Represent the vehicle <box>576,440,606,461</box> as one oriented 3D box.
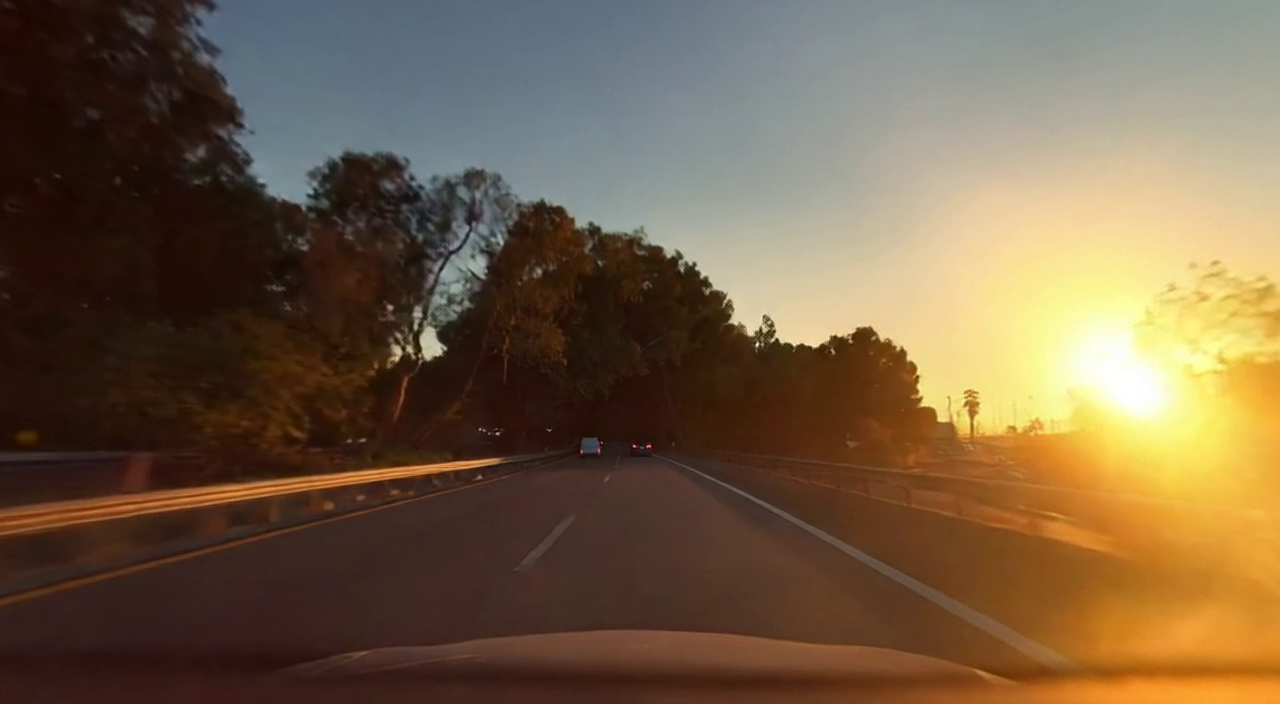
[{"bbox_3d":[-3.768,7.623,48.869,2.057,1.514,3.845,0,-8,0],"label":"vehicle"}]
